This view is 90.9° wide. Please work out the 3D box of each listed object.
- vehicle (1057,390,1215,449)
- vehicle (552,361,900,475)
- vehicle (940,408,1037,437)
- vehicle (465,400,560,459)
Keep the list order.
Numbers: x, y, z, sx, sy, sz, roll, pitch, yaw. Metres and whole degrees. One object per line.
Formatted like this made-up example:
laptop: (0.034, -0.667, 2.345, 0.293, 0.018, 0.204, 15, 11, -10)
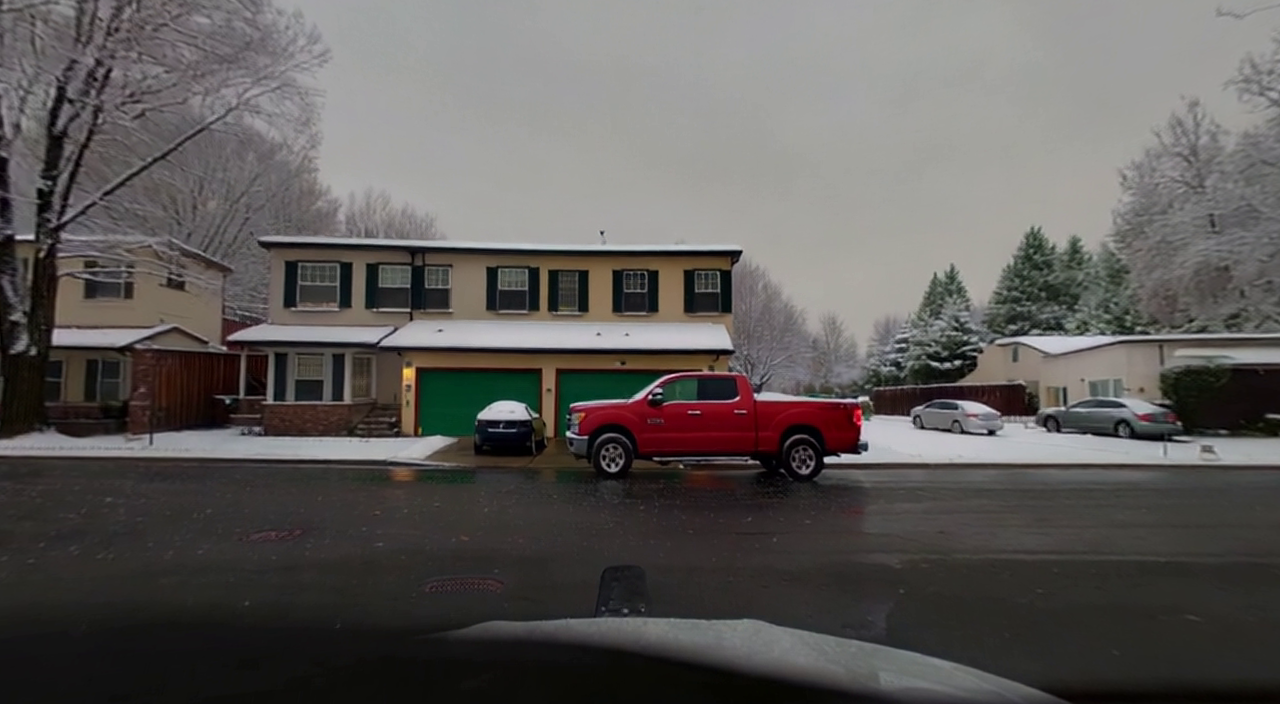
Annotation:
vehicle: (16.704, 2.338, 21.413, 3.770, 1.496, 1.951, 6, -9, 4)
vehicle: (1.413, 1.232, 11.403, 5.600, 1.835, 2.161, -1, -8, 3)
vehicle: (17.668, 3.598, 32.105, 3.897, 1.416, 1.703, -1, -8, 4)
vehicle: (-3.919, 2.368, 20.027, 1.869, 1.460, 3.826, -3, -2, 5)
